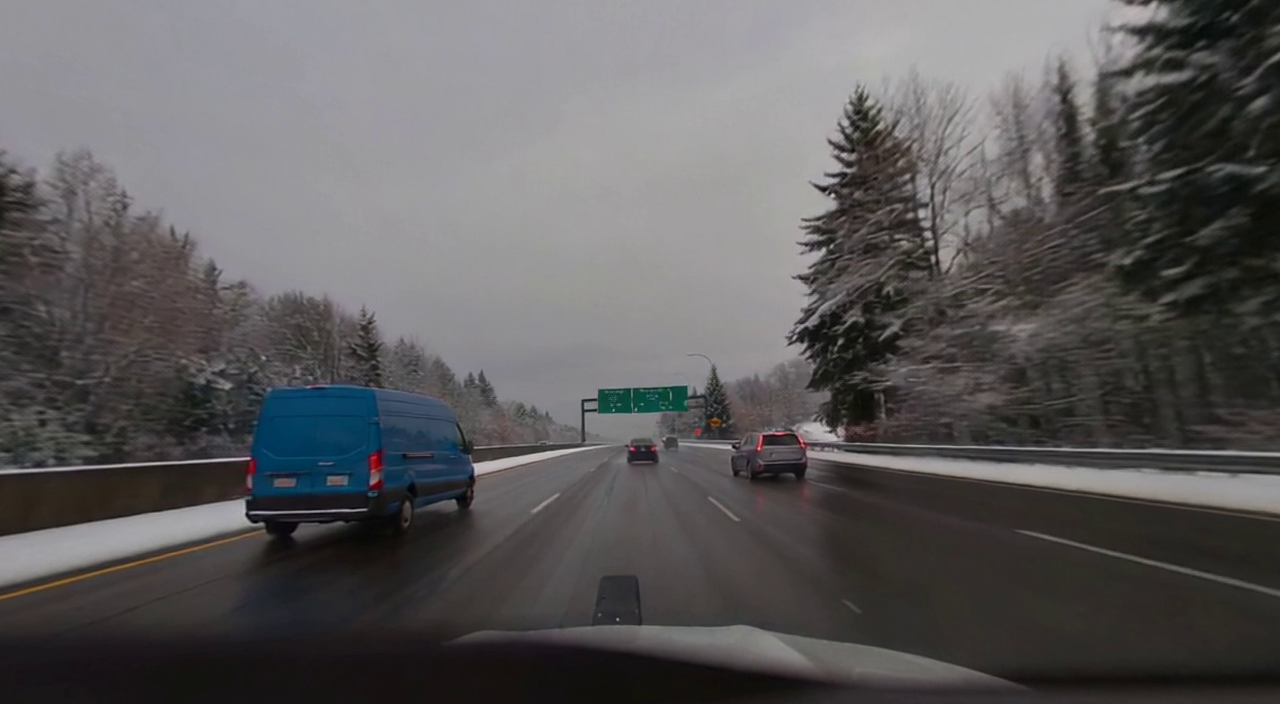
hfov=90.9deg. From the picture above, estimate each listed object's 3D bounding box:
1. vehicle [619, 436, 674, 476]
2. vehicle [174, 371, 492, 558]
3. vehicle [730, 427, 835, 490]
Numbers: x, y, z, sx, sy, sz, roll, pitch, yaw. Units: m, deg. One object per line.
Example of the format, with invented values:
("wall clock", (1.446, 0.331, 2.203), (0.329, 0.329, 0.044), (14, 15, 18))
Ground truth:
("vehicle", (0.244, 4.120, 25.355), (2.020, 1.464, 3.803), (0, -8, 0))
("vehicle", (-3.982, 1.574, 9.551), (2.275, 2.053, 5.082), (0, -8, -1))
("vehicle", (4.067, 3.113, 18.883), (1.996, 1.638, 4.496), (0, -8, -1))
